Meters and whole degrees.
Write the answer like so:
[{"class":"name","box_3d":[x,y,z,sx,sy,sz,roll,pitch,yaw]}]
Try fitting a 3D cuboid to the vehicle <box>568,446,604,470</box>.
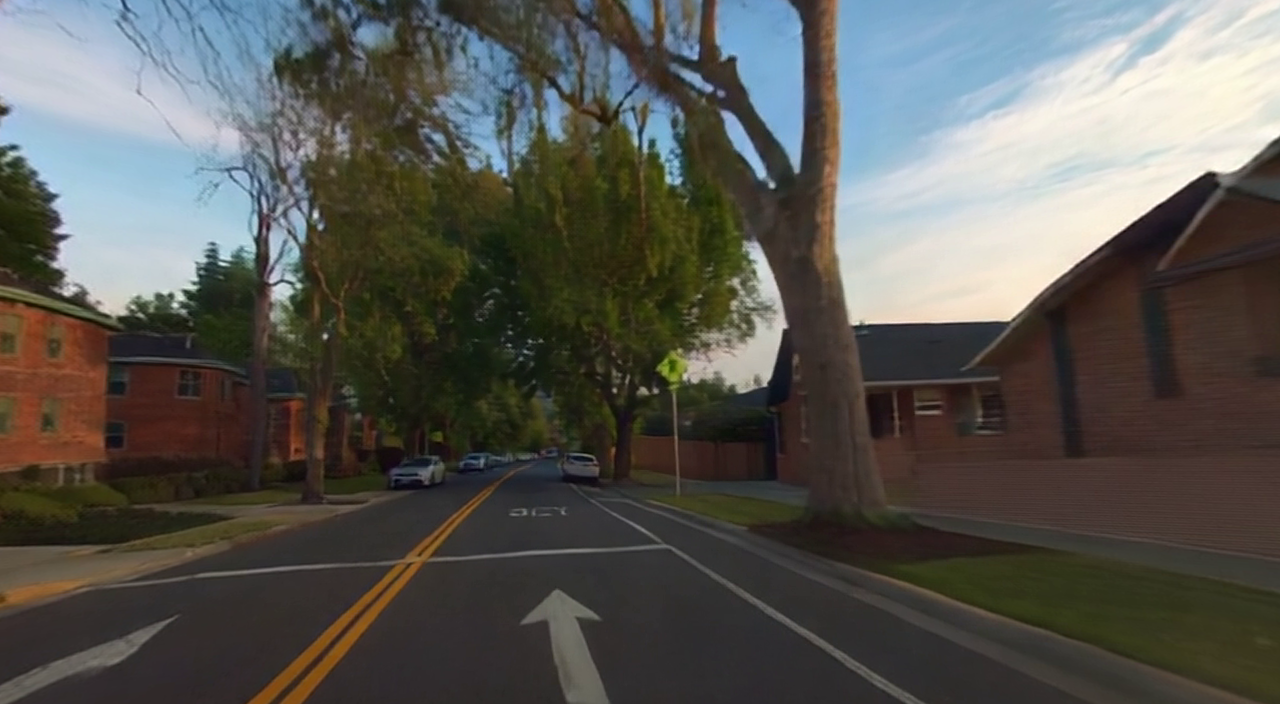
[{"class":"vehicle","box_3d":[-4.277,8.267,49.326,1.937,1.752,4.574,2,-9,-15]}]
